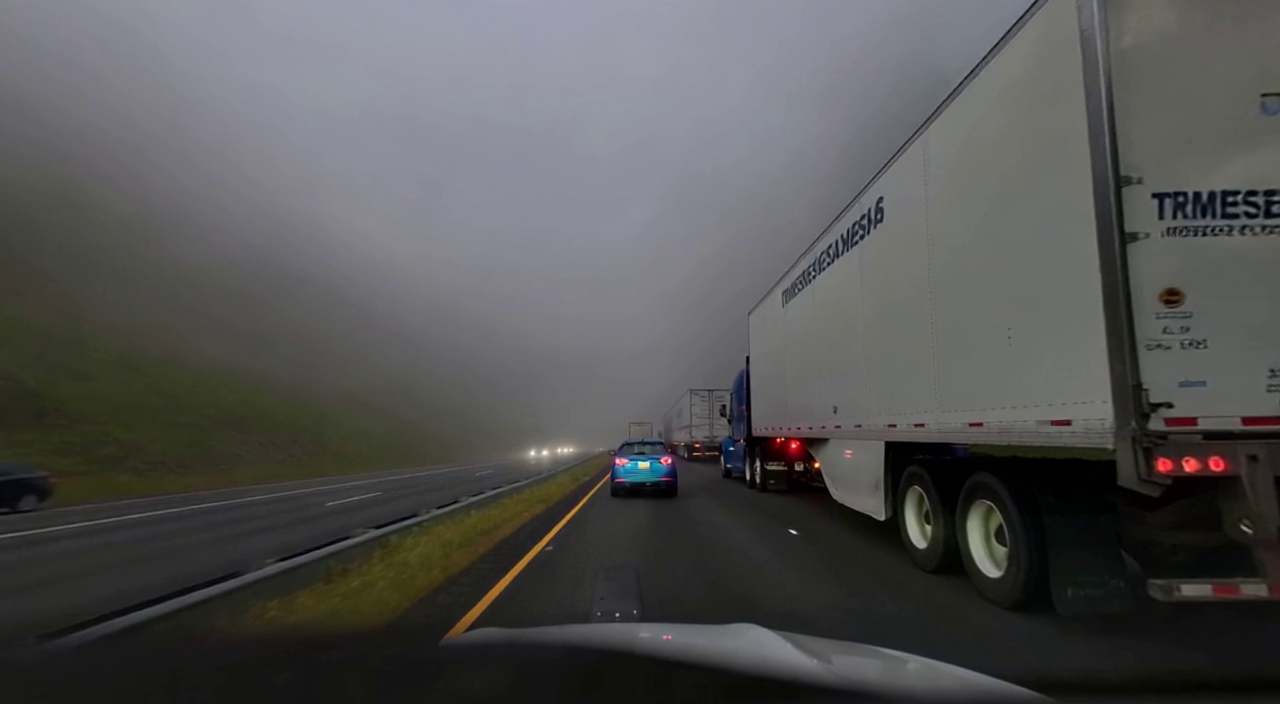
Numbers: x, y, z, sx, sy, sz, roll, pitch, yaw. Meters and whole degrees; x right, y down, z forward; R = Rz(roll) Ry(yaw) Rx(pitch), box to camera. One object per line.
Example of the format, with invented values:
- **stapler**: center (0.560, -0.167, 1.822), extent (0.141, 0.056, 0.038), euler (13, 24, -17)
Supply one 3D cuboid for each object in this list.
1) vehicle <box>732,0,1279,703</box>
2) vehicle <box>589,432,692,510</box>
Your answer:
- **vehicle**: center (4.430, 0.564, 10.500), extent (3.410, 4.438, 14.410), euler (-1, -8, -1)
- **vehicle**: center (0.008, 2.616, 14.376), extent (2.045, 1.507, 3.763), euler (-1, -8, 0)
